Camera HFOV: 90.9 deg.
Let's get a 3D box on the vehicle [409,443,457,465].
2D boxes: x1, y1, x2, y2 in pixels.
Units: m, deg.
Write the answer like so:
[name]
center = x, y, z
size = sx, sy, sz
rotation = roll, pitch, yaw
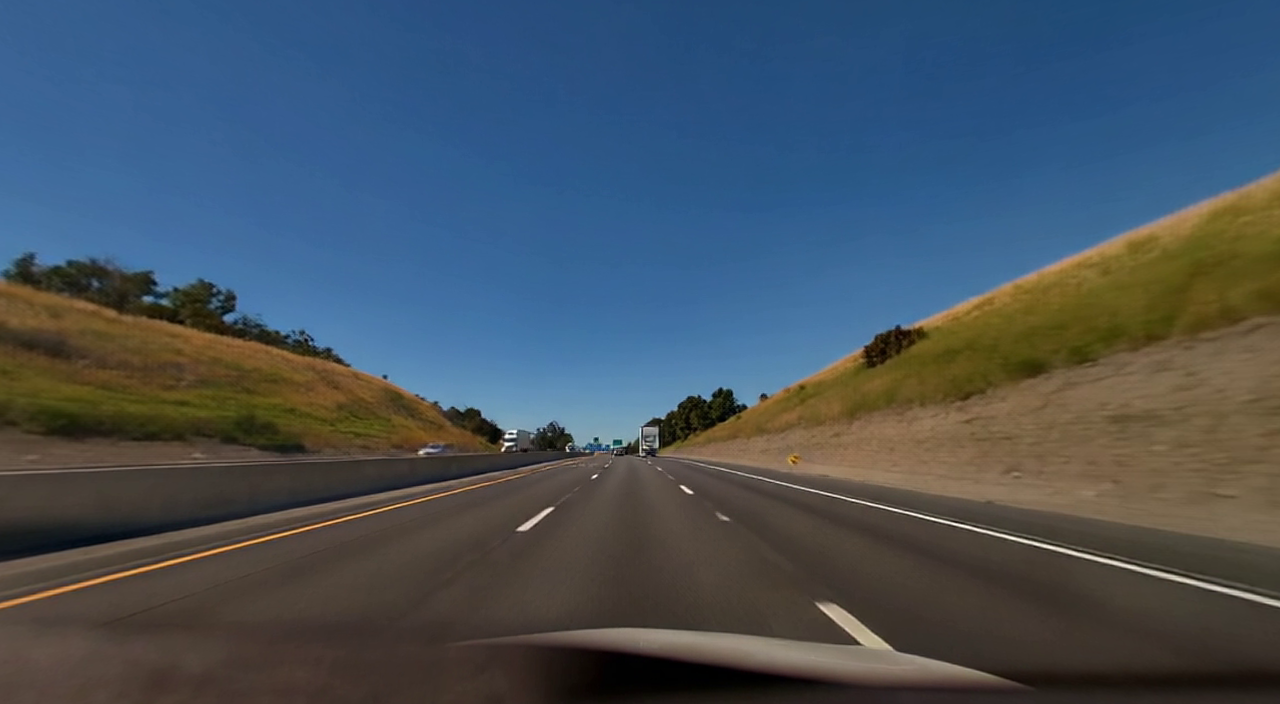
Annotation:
[vehicle]
center = -15.291, 7.543, 46.751
size = 2.138, 1.490, 4.344
rotation = 0, -9, 0
